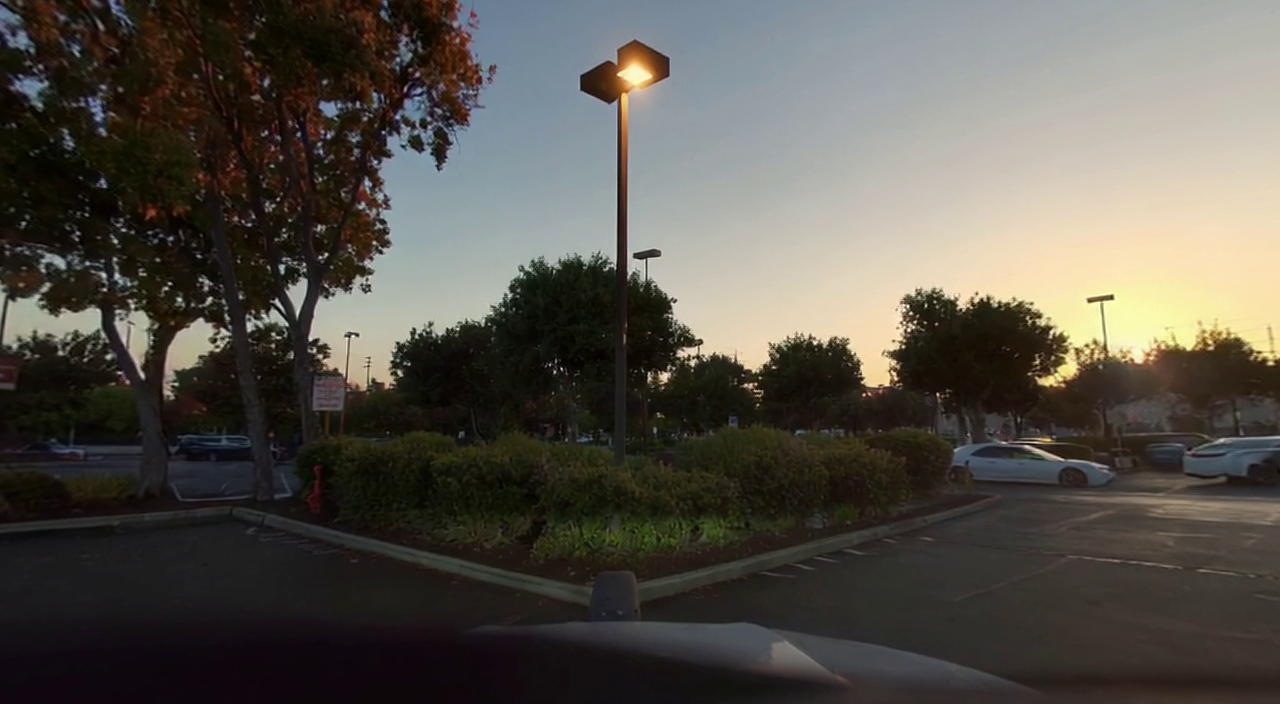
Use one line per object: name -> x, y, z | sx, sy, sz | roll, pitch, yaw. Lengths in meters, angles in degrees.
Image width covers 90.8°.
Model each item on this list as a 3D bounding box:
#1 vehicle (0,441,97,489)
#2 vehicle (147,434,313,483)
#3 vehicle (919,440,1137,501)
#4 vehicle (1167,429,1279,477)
vehicle -> -19.414, 3.447, 19.245 | 1.790, 1.396, 4.000 | -10, -13, 40
vehicle -> -15.192, 3.918, 23.636 | 1.921, 1.632, 4.752 | -8, -11, 42
vehicle -> 10.640, 3.217, 17.607 | 4.772, 1.441, 1.976 | -8, -12, 42
vehicle -> 23.442, 3.813, 24.005 | 4.939, 1.664, 2.055 | -10, -10, 42
